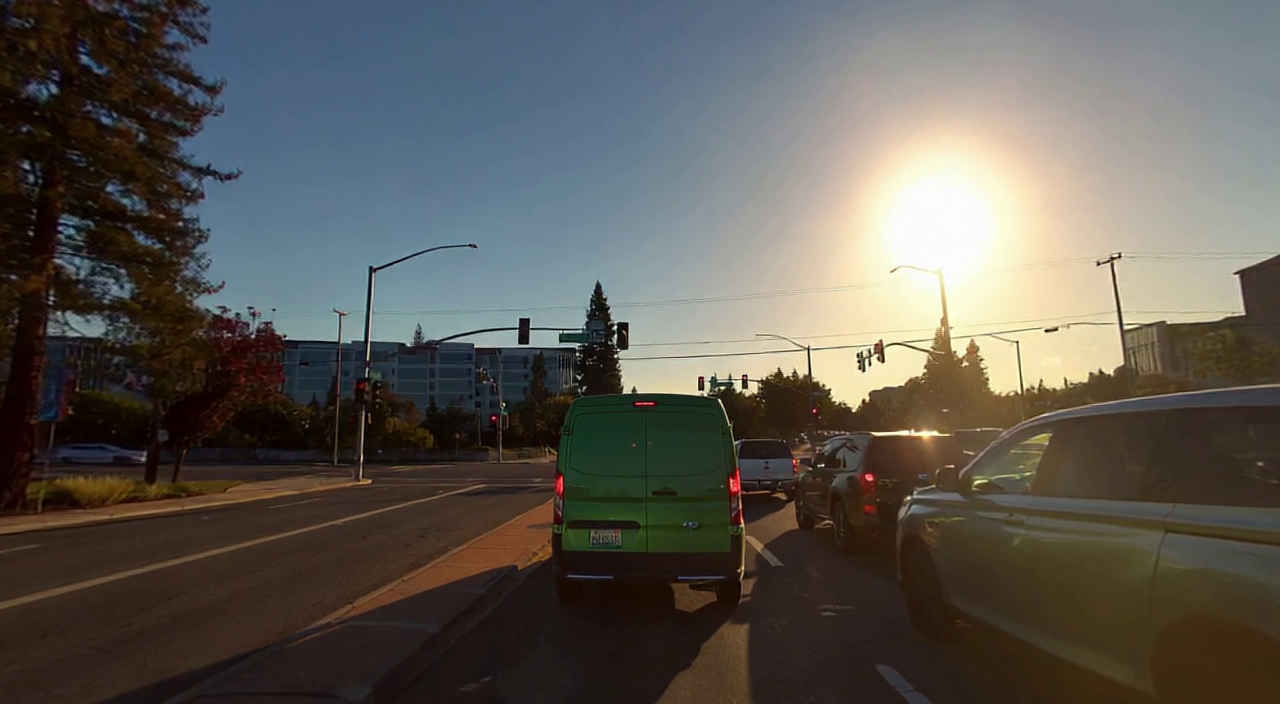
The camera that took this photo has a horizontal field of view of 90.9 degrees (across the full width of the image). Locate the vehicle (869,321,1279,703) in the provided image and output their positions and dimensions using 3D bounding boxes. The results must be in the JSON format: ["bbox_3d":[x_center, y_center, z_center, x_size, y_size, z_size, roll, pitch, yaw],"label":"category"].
[{"bbox_3d":[2.900,0.945,3.168,1.971,1.663,4.287,0,-8,2],"label":"vehicle"}]

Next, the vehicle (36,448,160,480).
[{"bbox_3d":[-27.315,5.633,31.882,4.425,1.427,1.911,1,-5,-5],"label":"vehicle"}]

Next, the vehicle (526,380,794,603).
[{"bbox_3d":[0.179,1.466,7.439,2.185,1.822,4.391,0,-8,1],"label":"vehicle"}]
